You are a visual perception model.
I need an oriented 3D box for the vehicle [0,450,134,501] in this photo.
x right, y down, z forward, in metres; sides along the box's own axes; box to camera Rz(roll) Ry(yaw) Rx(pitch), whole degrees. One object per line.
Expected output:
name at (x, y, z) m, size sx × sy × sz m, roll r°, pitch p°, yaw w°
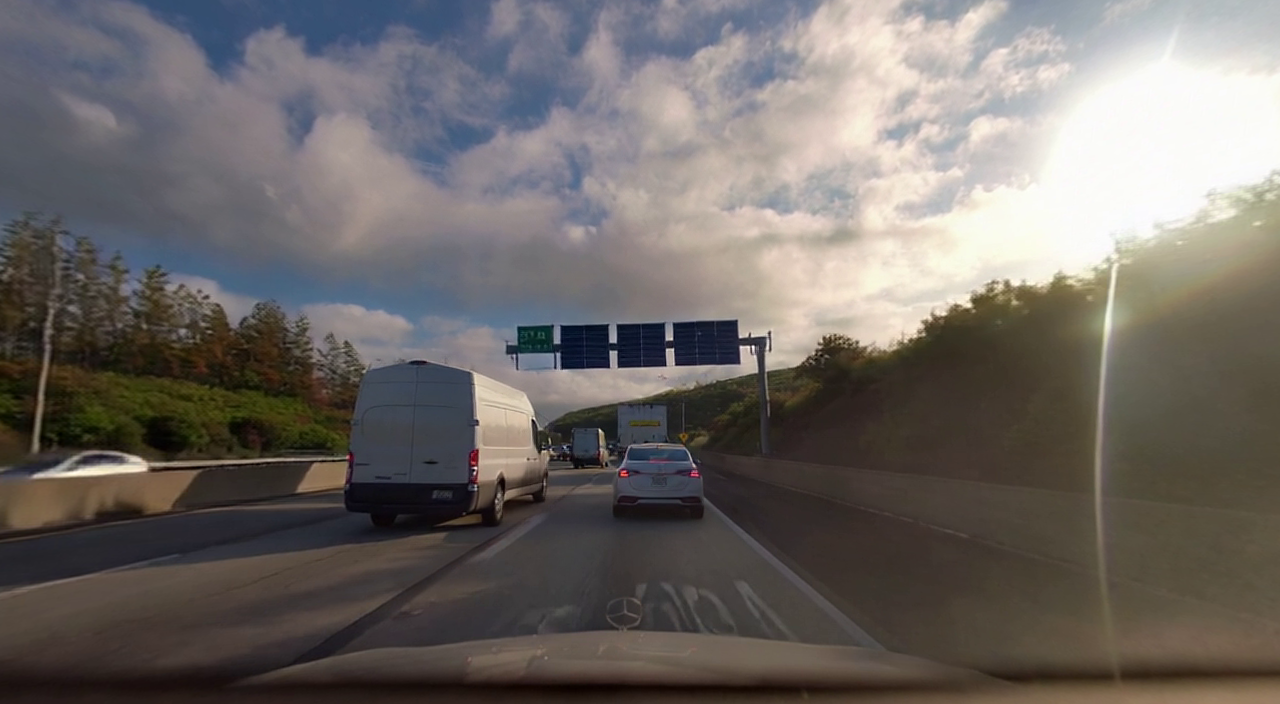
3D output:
vehicle at (-19.567, 4.020, 20.952) m, size 1.841 × 1.476 × 4.383 m, roll 0°, pitch -9°, yaw 1°

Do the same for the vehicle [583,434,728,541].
vehicle at (0.208, 2.222, 10.858) m, size 2.063 × 1.507 × 3.488 m, roll 0°, pitch -9°, yaw 0°

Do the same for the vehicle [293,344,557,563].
vehicle at (-3.143, 1.782, 11.391) m, size 2.289 × 2.757 × 6.726 m, roll 0°, pitch -9°, yaw 1°
